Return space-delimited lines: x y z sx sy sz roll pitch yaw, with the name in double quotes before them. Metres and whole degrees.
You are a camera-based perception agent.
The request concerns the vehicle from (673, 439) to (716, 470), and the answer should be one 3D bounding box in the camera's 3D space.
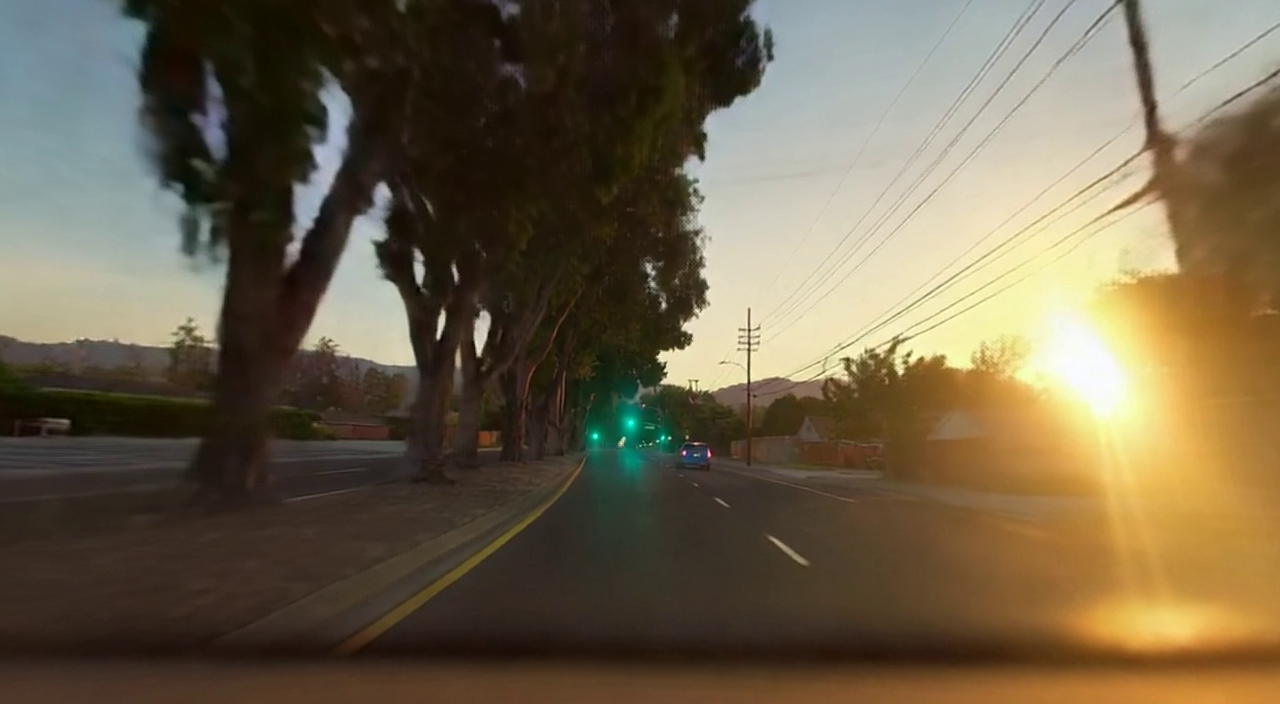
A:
"vehicle" 3.357 6.384 39.577 2.240 1.781 4.433 0 -8 -1
